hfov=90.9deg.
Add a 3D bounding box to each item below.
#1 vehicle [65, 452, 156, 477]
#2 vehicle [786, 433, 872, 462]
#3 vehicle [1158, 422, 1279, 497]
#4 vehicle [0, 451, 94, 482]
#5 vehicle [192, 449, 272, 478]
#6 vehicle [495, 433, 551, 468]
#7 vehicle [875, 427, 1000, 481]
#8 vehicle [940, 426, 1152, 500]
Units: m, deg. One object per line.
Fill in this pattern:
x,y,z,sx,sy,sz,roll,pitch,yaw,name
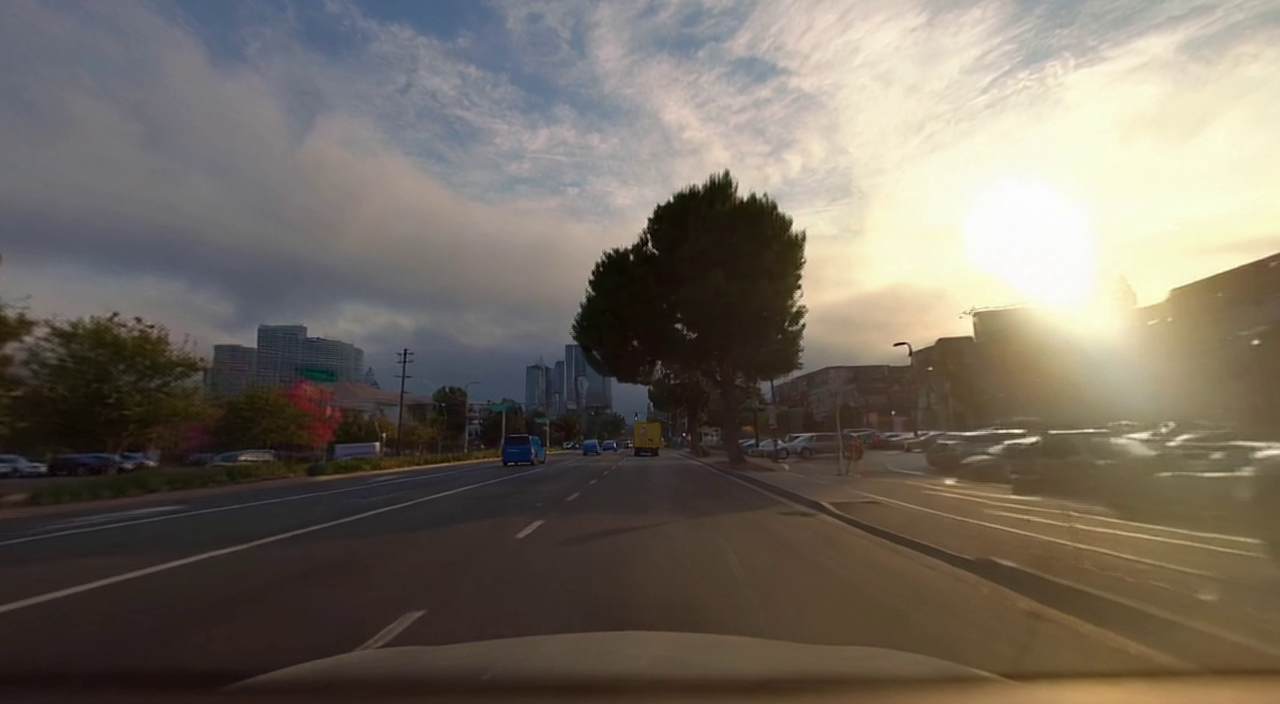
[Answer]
-33.560,7.145,40.023,4.071,1.495,1.741,0,-8,-2,vehicle
11.528,5.843,38.694,4.655,1.688,1.876,0,-8,1,vehicle
14.857,2.492,14.789,1.956,1.591,4.080,0,-8,2,vehicle
-33.460,6.318,34.849,4.462,1.613,2.046,0,-8,-1,vehicle
-25.929,7.081,40.274,1.918,1.687,4.653,0,-8,1,vehicle
-6.783,5.753,37.034,2.149,1.893,5.187,0,-8,2,vehicle
9.526,3.316,20.631,1.956,1.551,4.439,0,-8,1,vehicle
9.491,2.632,15.360,2.097,1.497,4.685,0,-8,1,vehicle
